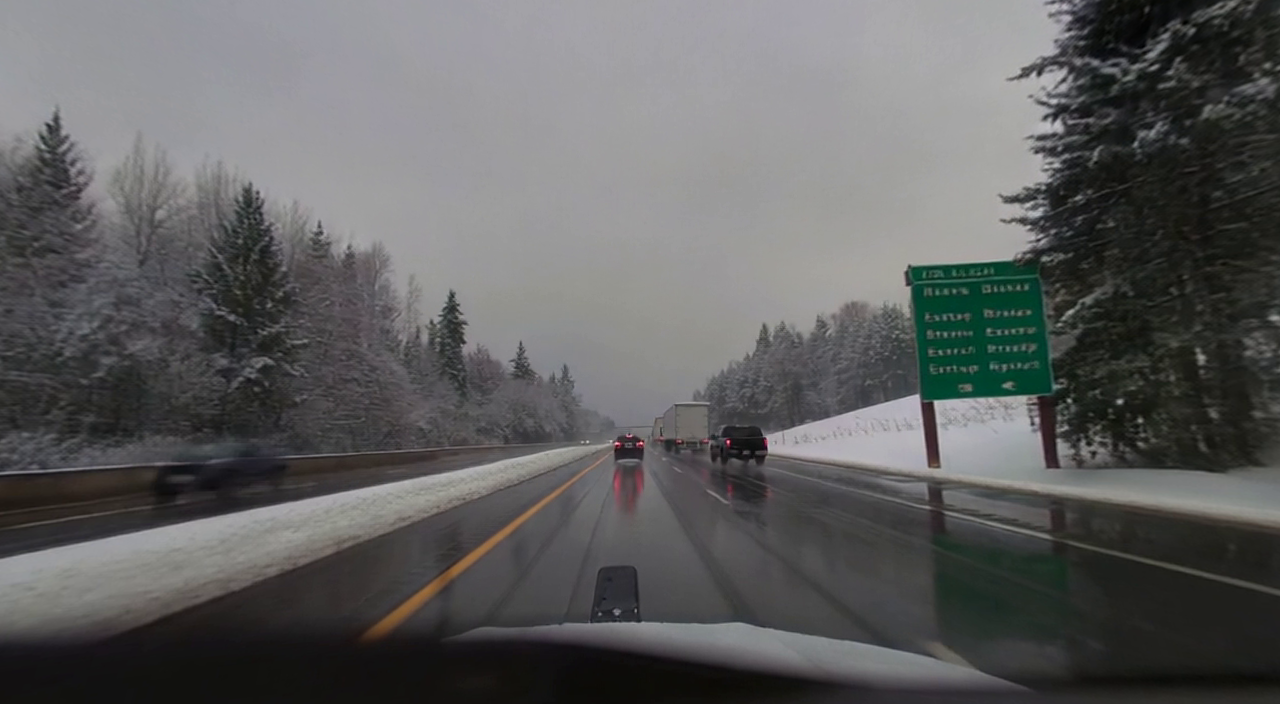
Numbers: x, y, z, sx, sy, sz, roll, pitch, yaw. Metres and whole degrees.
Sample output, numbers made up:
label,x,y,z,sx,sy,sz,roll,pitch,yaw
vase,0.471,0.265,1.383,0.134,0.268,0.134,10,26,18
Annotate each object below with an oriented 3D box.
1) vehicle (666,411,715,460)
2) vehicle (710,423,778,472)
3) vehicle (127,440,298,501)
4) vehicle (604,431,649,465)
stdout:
label,x,y,z,sx,sy,sz,roll,pitch,yaw
vehicle,3.324,5.736,43.359,2.728,3.053,7.708,0,-8,0
vehicle,4.318,4.022,26.897,2.073,1.905,4.023,0,-8,-2
vehicle,-13.559,3.731,20.487,2.227,1.701,4.779,0,-8,-1
vehicle,-0.704,5.046,33.504,2.206,1.681,4.111,0,-8,-1
